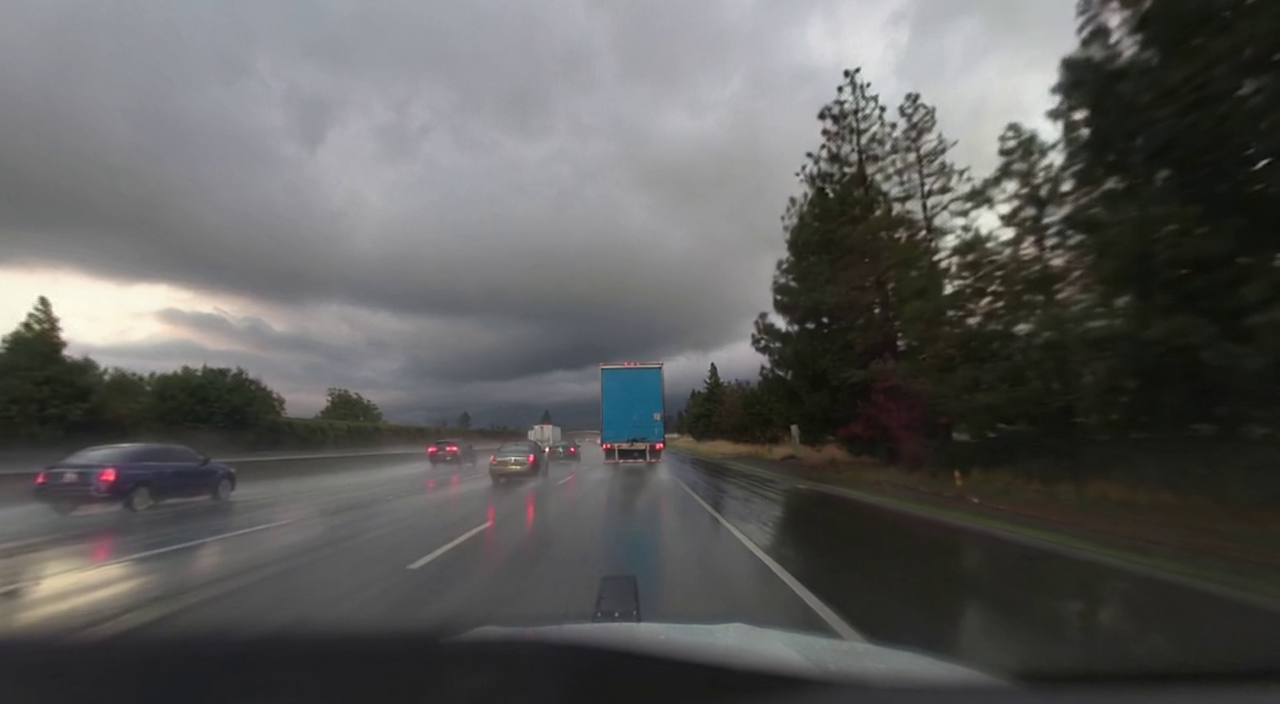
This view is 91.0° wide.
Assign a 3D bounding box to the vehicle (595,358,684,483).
[{"bbox_3d":[-0.225,3.008,26.262,2.913,4.113,10.724,0,-8,-2],"label":"vehicle"}]

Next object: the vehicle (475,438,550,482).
[{"bbox_3d":[-4.871,4.180,24.689,2.164,1.582,3.979,0,-8,-1],"label":"vehicle"}]

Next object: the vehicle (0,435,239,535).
[{"bbox_3d":[-10.055,2.372,11.988,1.899,1.517,4.554,0,-8,-1],"label":"vehicle"}]

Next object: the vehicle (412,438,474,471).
[{"bbox_3d":[-10.301,5.389,33.232,1.952,1.590,4.090,0,-8,1],"label":"vehicle"}]

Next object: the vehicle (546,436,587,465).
[{"bbox_3d":[-4.605,6.255,40.102,2.158,1.680,4.087,0,-8,0],"label":"vehicle"}]
